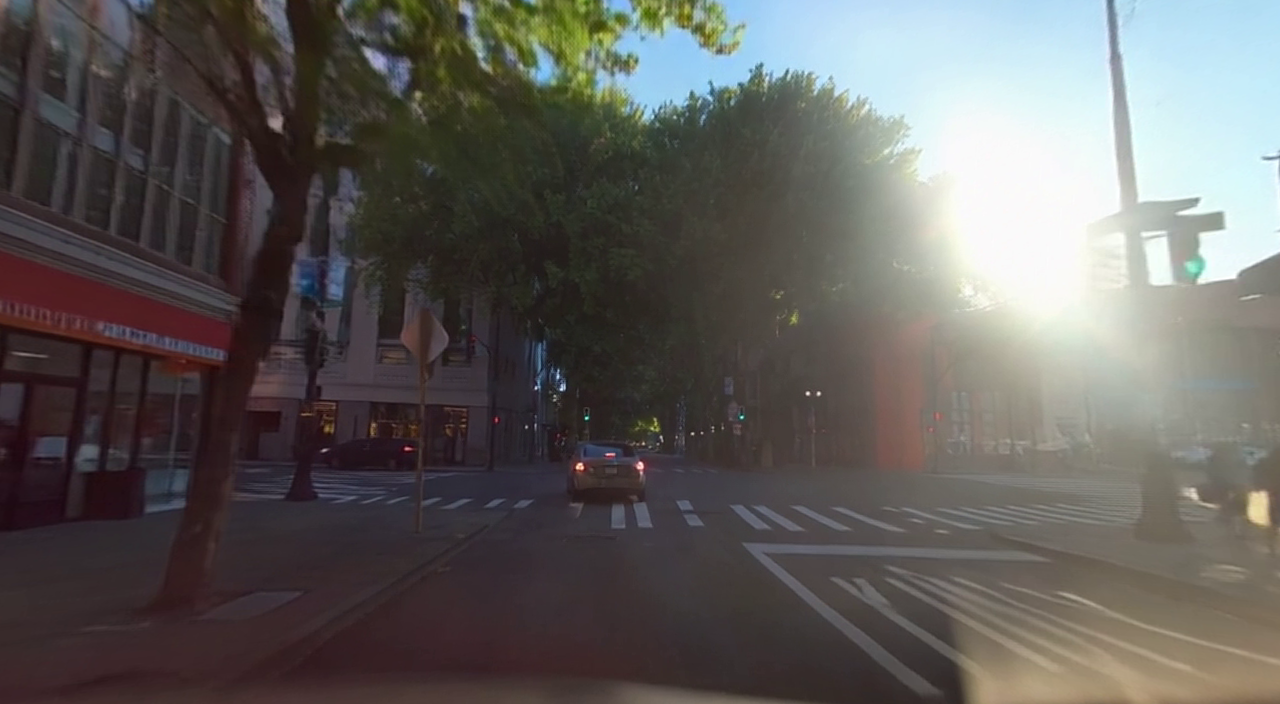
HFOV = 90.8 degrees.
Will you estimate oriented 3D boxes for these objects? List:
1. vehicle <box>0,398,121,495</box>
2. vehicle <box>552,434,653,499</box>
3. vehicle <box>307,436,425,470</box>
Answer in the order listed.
[{"bbox_3d":[-17.933,2.520,16.853,5.858,2.396,2.319,0,-9,-3],"label":"vehicle"},{"bbox_3d":[-1.157,3.024,17.054,2.106,1.482,4.459,2,-9,-11],"label":"vehicle"},{"bbox_3d":[-12.480,4.594,28.879,4.627,1.468,1.871,-2,-9,11],"label":"vehicle"}]
